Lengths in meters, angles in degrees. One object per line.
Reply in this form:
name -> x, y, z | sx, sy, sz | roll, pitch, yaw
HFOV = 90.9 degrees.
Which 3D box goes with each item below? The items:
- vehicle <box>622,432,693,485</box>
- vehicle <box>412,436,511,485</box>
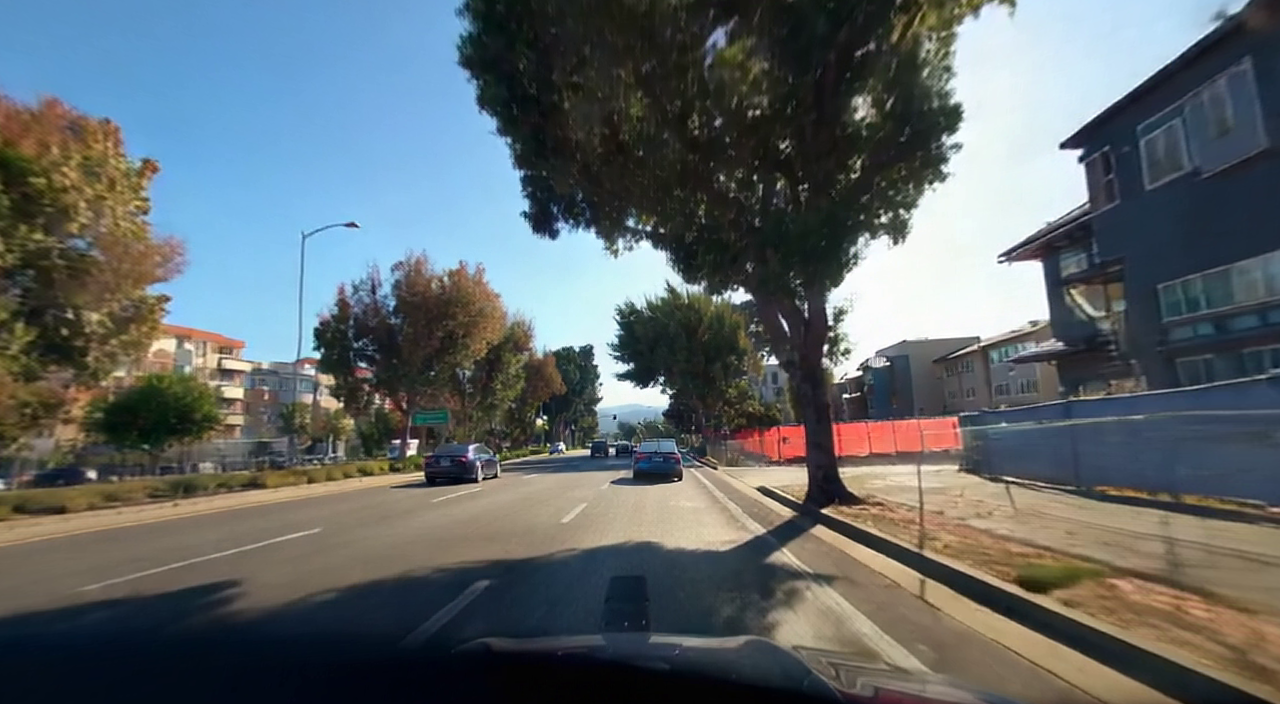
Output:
vehicle -> 0.605, 3.678, 21.969 | 2.227, 1.654, 4.091 | 0, -9, 1
vehicle -> -5.914, 3.659, 21.508 | 1.877, 1.479, 4.430 | -1, -9, 3
